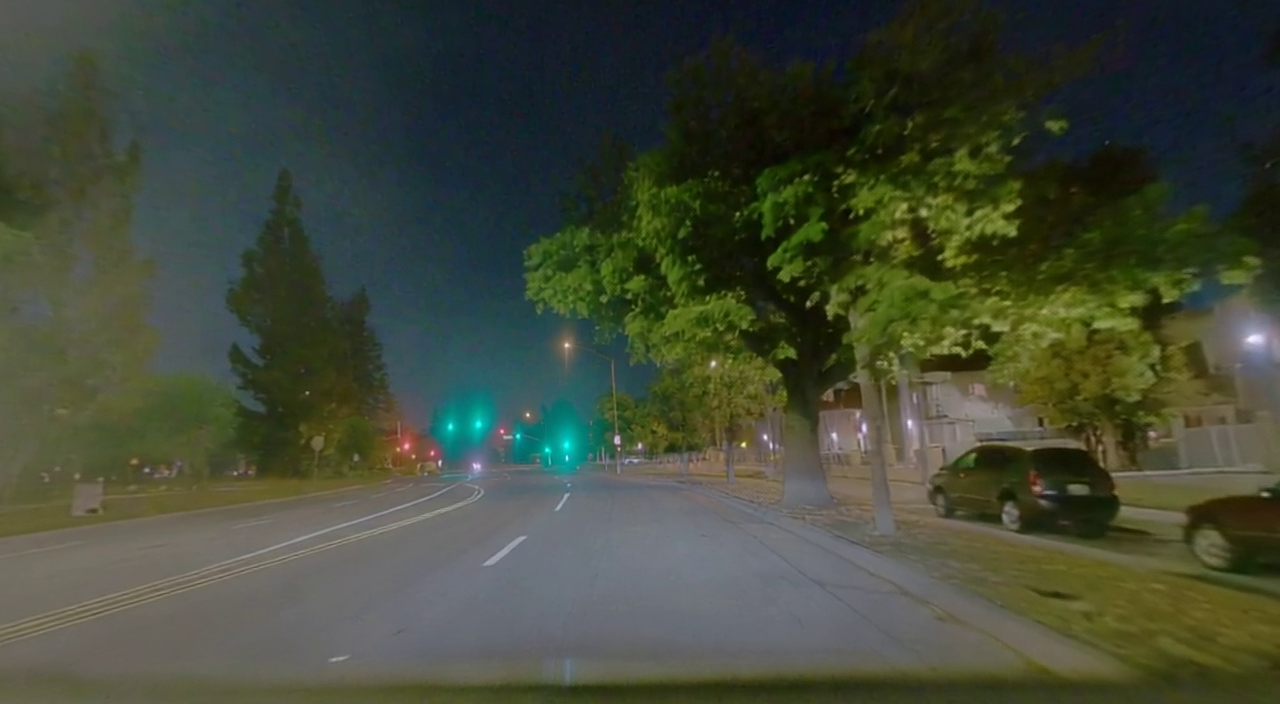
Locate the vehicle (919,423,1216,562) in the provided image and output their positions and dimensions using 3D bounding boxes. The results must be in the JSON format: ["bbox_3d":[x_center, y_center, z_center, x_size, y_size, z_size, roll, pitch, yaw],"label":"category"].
[{"bbox_3d":[7.697,2.545,12.364,2.456,2.057,5.270,-3,-8,6],"label":"vehicle"}]

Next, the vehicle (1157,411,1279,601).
[{"bbox_3d":[7.560,1.405,5.381,2.193,1.872,4.684,-3,-7,-1],"label":"vehicle"}]
